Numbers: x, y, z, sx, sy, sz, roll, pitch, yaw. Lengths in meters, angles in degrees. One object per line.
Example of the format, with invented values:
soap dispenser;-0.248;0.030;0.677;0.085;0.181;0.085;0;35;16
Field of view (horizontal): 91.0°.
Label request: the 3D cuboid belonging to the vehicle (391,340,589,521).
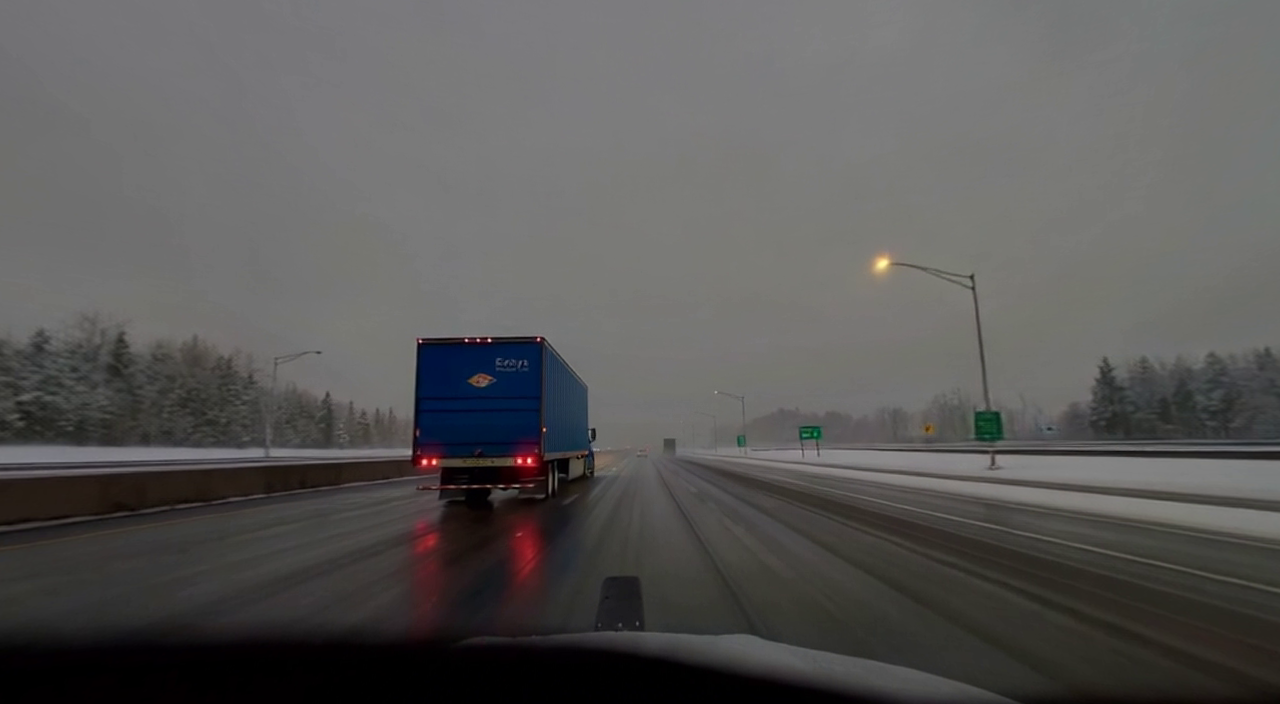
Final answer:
vehicle;-3.179;2.103;16.222;2.922;3.458;8.360;0;-9;1
